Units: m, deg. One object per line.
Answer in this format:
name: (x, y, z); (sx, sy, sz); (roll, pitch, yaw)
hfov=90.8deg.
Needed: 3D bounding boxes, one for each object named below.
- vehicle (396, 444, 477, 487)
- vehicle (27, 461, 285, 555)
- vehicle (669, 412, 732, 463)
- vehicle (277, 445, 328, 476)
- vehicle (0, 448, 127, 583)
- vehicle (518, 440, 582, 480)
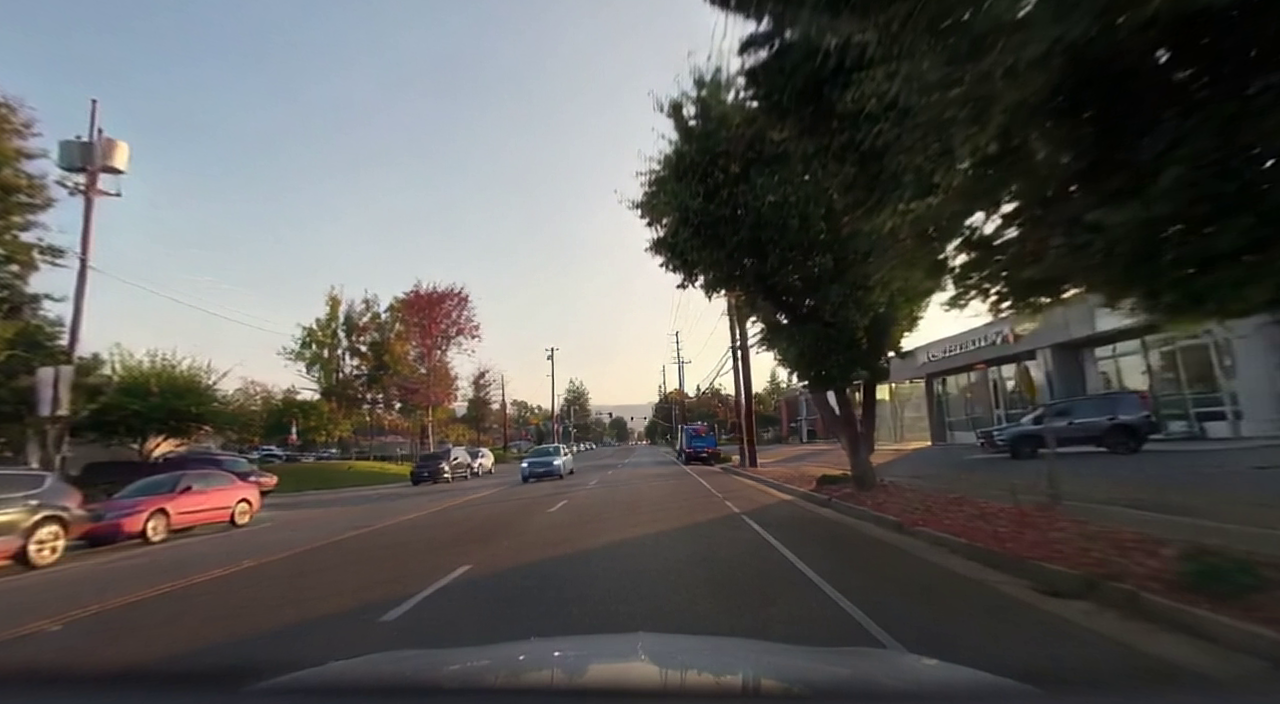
vehicle: (-8.982, 5.013, 28.377); (1.938, 1.756, 4.686); (0, -8, 2)
vehicle: (-9.425, 3.010, 12.889); (1.768, 1.454, 4.340); (0, -8, 1)
vehicle: (3.973, 5.985, 43.834); (3.168, 3.106, 9.350); (0, -8, -1)
vehicle: (-19.429, 6.221, 36.543); (1.980, 1.669, 5.543); (3, -9, -22)
vehicle: (-9.635, 2.116, 7.934); (2.059, 1.783, 5.024); (0, -8, 1)
vehicle: (-3.716, 4.525, 26.731); (2.042, 1.530, 3.980); (0, -8, 1)
